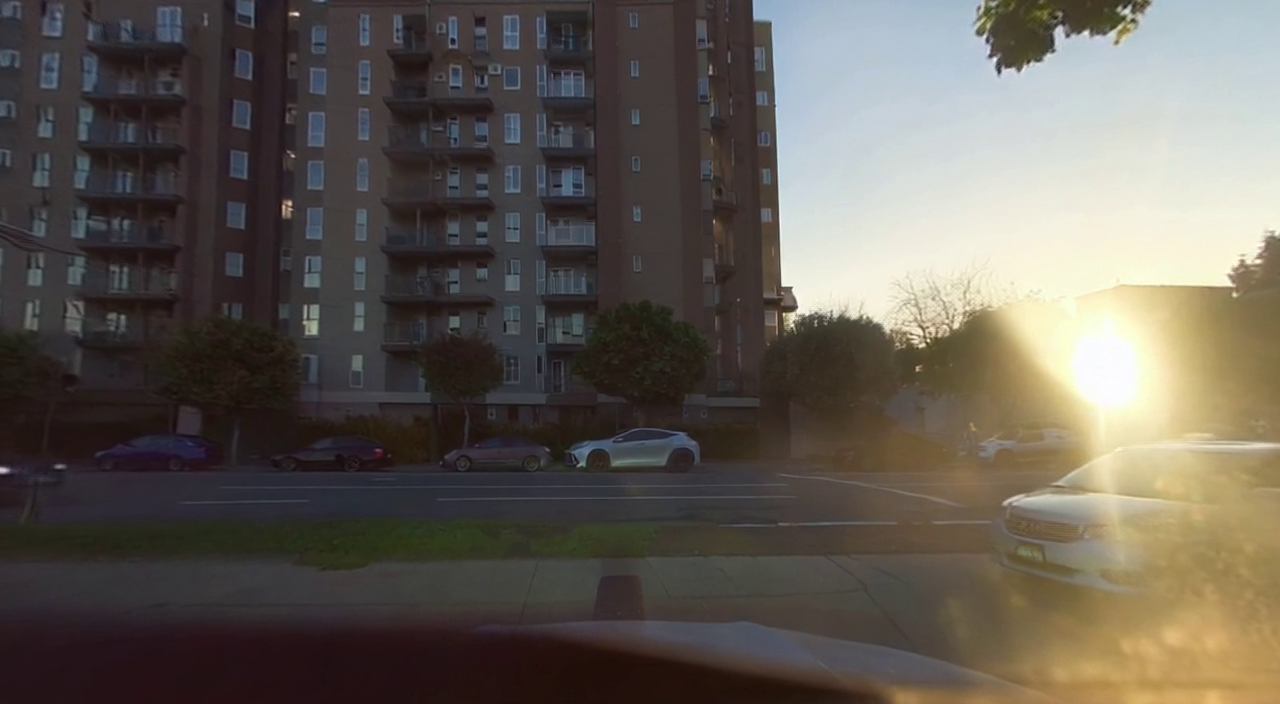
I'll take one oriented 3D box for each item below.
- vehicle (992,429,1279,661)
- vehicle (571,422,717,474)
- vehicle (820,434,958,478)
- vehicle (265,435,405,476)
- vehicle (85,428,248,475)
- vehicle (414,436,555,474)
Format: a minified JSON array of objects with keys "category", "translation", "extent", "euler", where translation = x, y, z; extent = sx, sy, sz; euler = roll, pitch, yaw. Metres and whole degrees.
[{"category":"vehicle","translation":[5.926,1.450,5.354],"extent":[4.714,1.471,1.978],"euler":[0,-4,1]},{"category":"vehicle","translation":[0.090,3.681,24.037],"extent":[5.299,1.860,2.098],"euler":[1,-9,-5]},{"category":"vehicle","translation":[9.464,3.953,24.254],"extent":[4.521,1.411,1.726],"euler":[-2,-7,-4]},{"category":"vehicle","translation":[-11.383,3.889,23.806],"extent":[4.336,1.438,1.776],"euler":[1,-8,-3]},{"category":"vehicle","translation":[-17.489,3.682,23.549],"extent":[4.426,1.641,1.889],"euler":[1,-8,-5]},{"category":"vehicle","translation":[-5.752,3.904,23.847],"extent":[4.851,1.339,1.785],"euler":[0,-10,-2]}]
